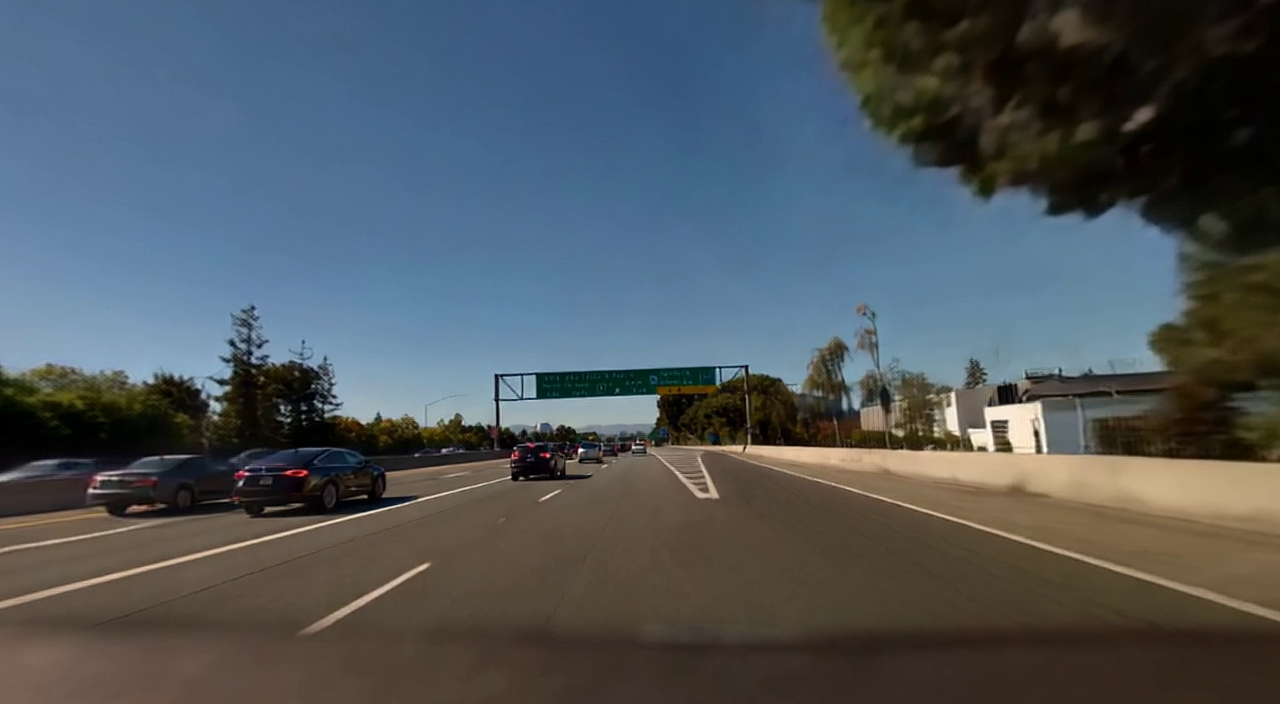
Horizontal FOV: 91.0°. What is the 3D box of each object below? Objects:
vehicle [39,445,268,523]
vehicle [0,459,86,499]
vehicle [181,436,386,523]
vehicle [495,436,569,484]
[{"bbox_3d":[-11.714,3.158,15.700,2.003,1.595,4.532,-1,-8,1],"label":"vehicle"},{"bbox_3d":[-27.626,5.586,27.797,1.945,1.532,4.780,-1,-8,0],"label":"vehicle"},{"bbox_3d":[-7.940,2.853,14.702,2.071,1.661,4.540,-1,-8,1],"label":"vehicle"},{"bbox_3d":[-4.273,4.336,25.664,2.158,1.717,4.375,-1,-8,1],"label":"vehicle"}]
